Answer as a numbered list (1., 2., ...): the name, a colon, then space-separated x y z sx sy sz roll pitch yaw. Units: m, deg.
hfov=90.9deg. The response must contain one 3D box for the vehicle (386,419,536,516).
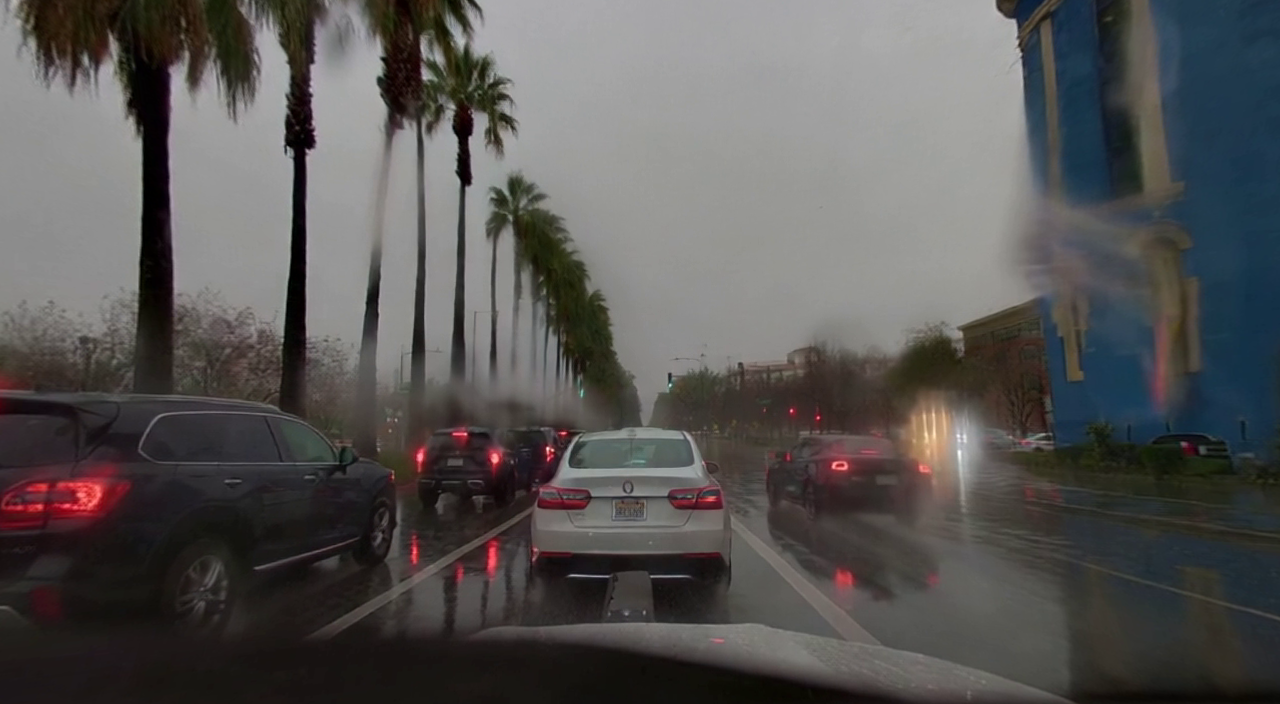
1. vehicle: -3.474 2.320 13.078 1.840 1.684 4.041 0 -8 1

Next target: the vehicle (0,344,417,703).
1. vehicle: -3.536 1.145 5.042 1.914 1.741 4.398 0 -8 -1

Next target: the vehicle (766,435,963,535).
1. vehicle: 3.866 2.360 11.896 1.982 1.480 4.572 1 -8 -1

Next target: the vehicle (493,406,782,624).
1. vehicle: -0.047 1.519 6.852 2.114 1.585 4.285 0 -8 -1

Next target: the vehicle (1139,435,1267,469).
1. vehicle: 25.474 4.533 28.636 3.914 1.427 1.779 -2 -8 5

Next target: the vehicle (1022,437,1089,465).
1. vehicle: 26.072 6.245 39.692 1.882 1.672 3.957 -1 -9 7
